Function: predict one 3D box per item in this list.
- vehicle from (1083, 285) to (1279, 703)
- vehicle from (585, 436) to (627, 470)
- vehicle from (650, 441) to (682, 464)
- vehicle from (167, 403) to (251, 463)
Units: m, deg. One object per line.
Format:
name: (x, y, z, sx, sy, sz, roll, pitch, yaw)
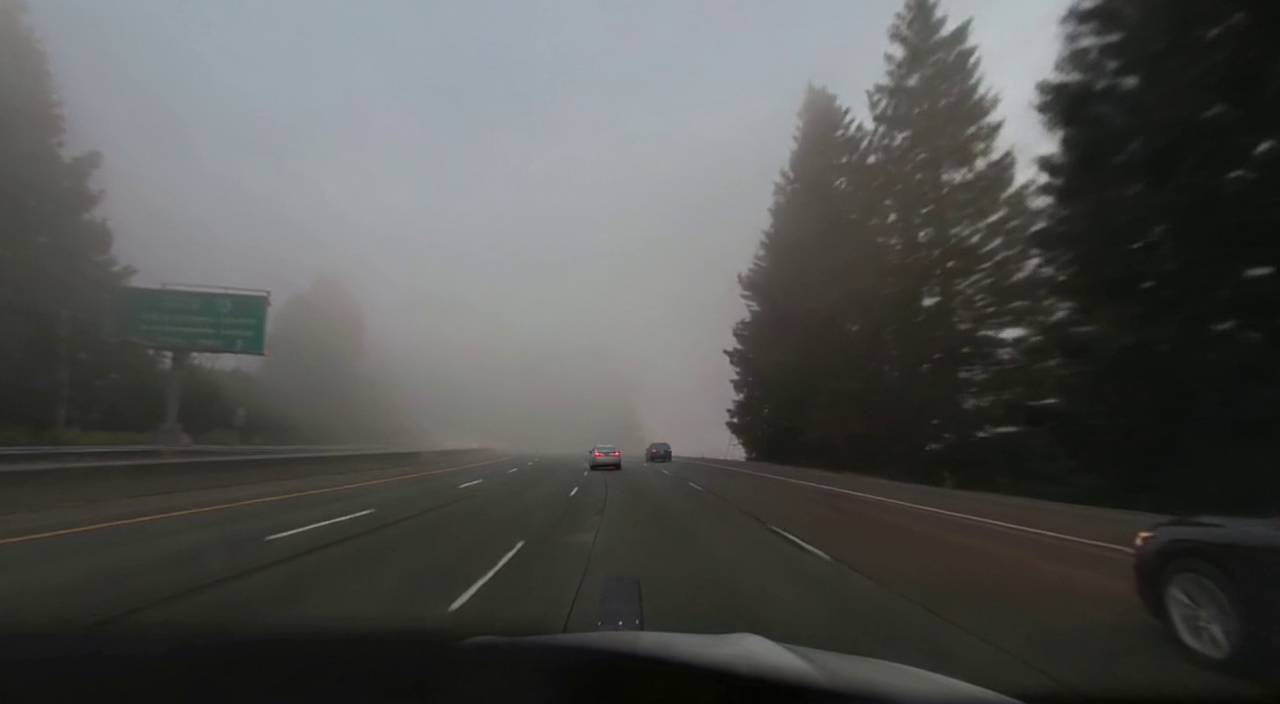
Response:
vehicle: (4.411, 0.443, 1.352, 2.504, 2.033, 5.979, 0, -8, -1)
vehicle: (-1.902, 5.567, 34.976, 2.188, 1.714, 3.921, 1, -8, -4)
vehicle: (1.776, 6.996, 44.223, 1.789, 1.503, 3.897, 1, -9, -5)
vehicle: (-26.980, 5.133, 39.796, 2.513, 3.577, 4.197, 1, -9, -8)
